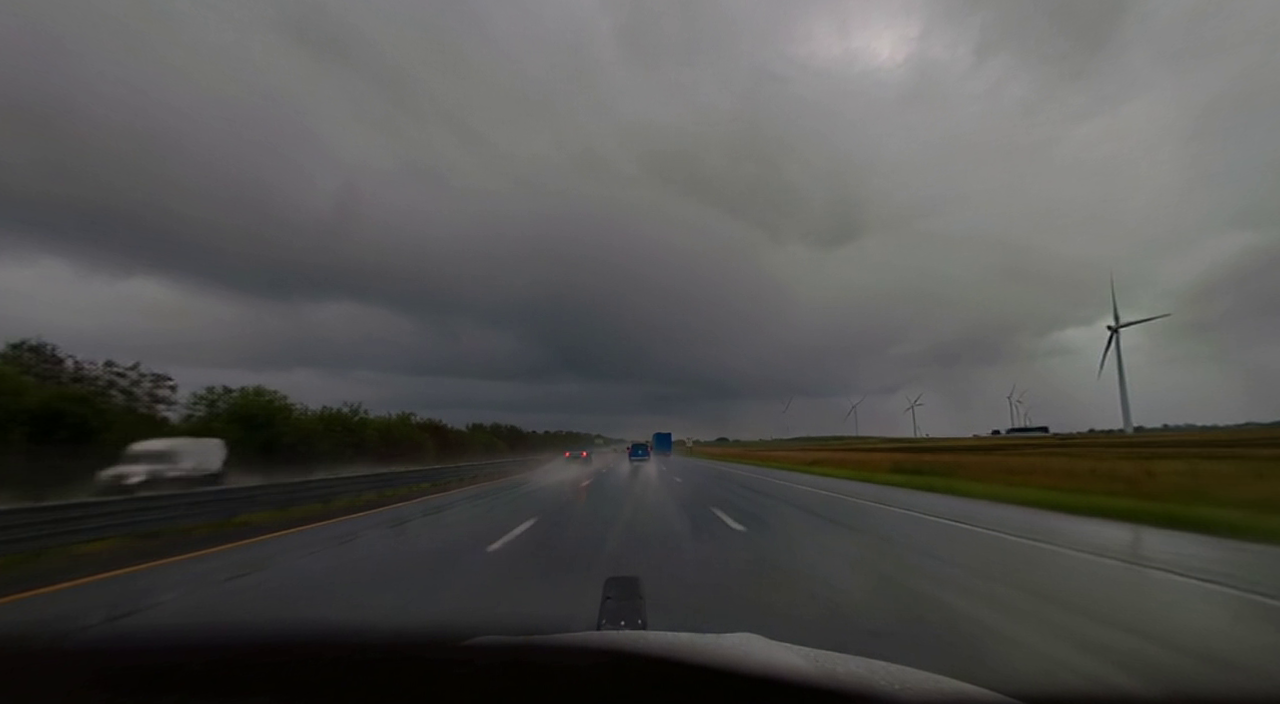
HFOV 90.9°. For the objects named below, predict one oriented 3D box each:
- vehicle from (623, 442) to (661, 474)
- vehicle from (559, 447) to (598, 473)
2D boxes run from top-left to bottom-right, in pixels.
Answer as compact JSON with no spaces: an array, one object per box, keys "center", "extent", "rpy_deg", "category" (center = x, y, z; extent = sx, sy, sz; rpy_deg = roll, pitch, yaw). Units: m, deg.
[{"center":[0.106,6.114,36.473],"extent":[2.083,1.689,4.083],"rpy_deg":[0,-9,0],"category":"vehicle"},{"center":[-3.809,6.726,39.424],"extent":[1.984,1.491,4.341],"rpy_deg":[0,-9,0],"category":"vehicle"}]
